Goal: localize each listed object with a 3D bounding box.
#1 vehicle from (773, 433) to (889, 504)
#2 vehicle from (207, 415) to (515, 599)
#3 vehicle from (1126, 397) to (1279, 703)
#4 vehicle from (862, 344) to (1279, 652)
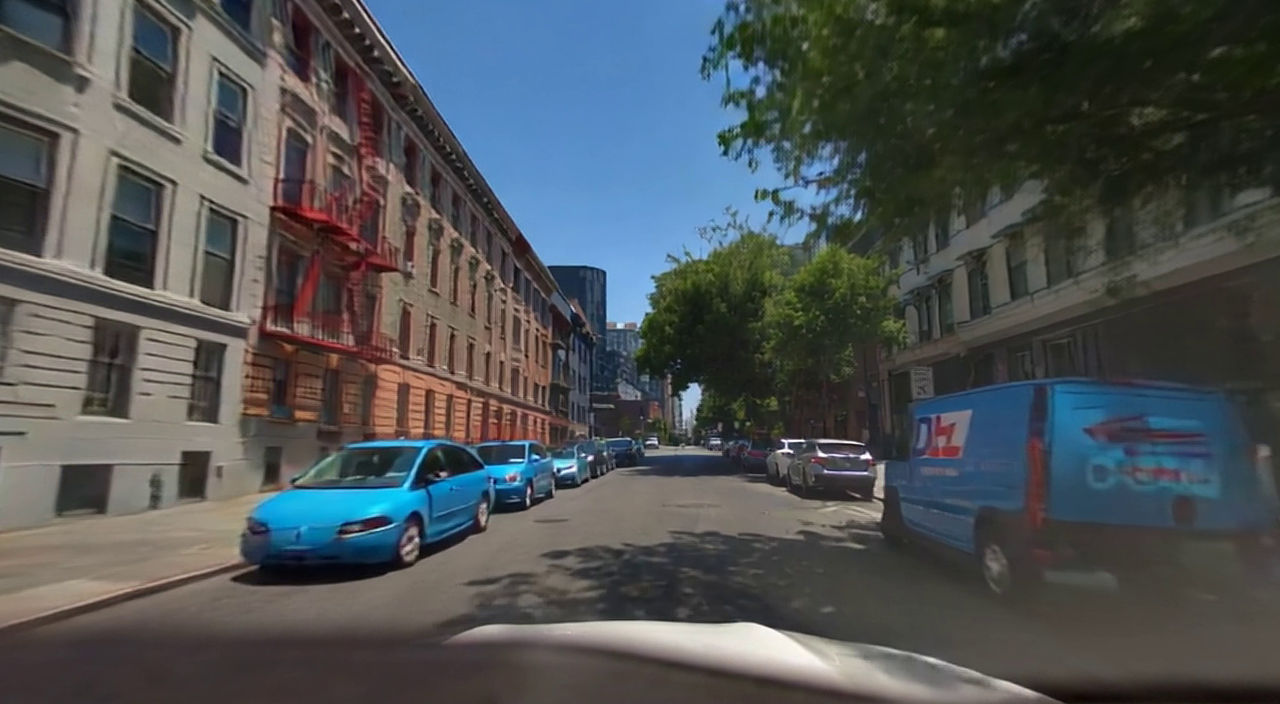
[{"bbox_3d":[4.623,2.825,15.847,1.896,1.549,3.845,-1,-7,4],"label":"vehicle"},{"bbox_3d":[-2.984,1.628,7.820,1.867,1.519,3.920,1,-4,3],"label":"vehicle"},{"bbox_3d":[3.758,0.765,1.381,1.834,1.508,4.743,-1,-7,4],"label":"vehicle"},{"bbox_3d":[4.224,1.267,6.662,2.186,2.024,4.901,-1,-7,3],"label":"vehicle"}]
